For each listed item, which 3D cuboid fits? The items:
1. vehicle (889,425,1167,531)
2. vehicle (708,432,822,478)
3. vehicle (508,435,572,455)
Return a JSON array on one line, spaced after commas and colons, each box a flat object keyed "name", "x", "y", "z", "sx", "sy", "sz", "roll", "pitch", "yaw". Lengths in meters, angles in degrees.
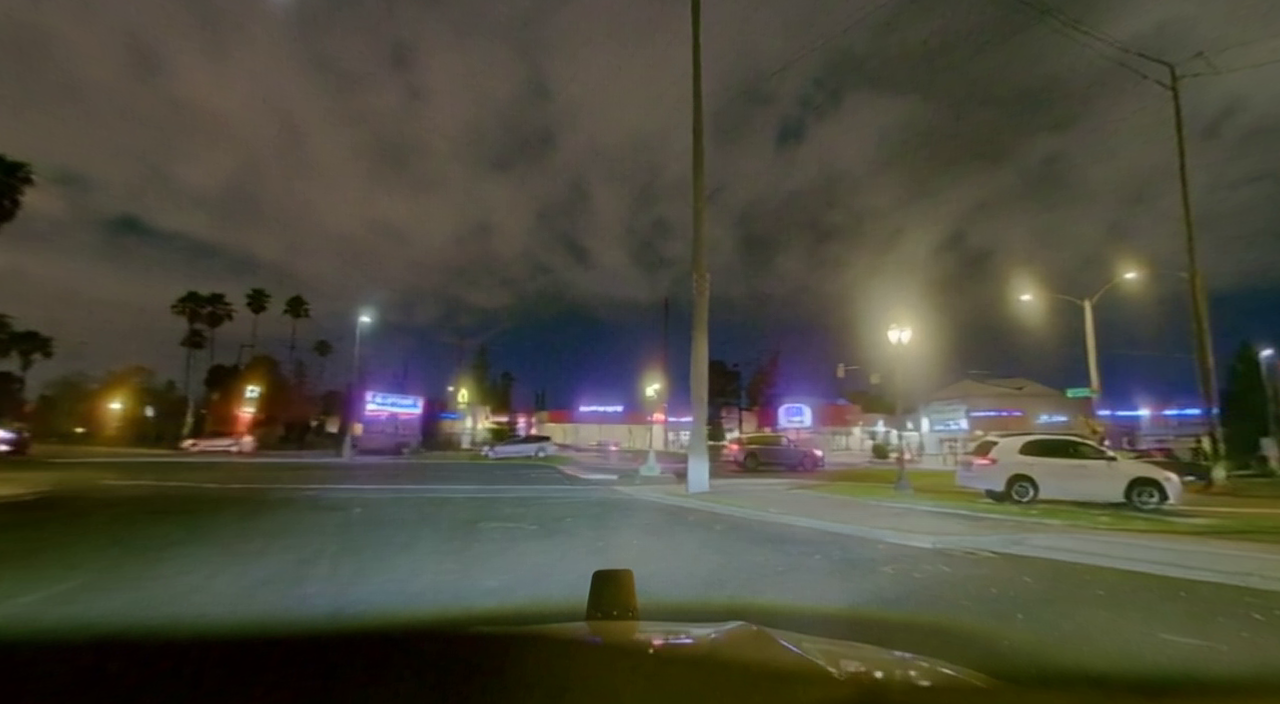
[{"name": "vehicle", "x": 7.021, "y": 2.251, "z": 11.927, "sx": 1.870, "sy": 1.611, "sz": 3.978, "roll": 5, "pitch": -9, "yaw": -28}, {"name": "vehicle", "x": 5.185, "y": 4.269, "z": 26.290, "sx": 4.211, "sy": 1.756, "sz": 2.158, "roll": 5, "pitch": -9, "yaw": -28}, {"name": "vehicle", "x": -7.498, "y": 6.996, "z": 47.402, "sx": 4.411, "sy": 1.391, "sz": 1.837, "roll": 5, "pitch": -9, "yaw": -27}]
